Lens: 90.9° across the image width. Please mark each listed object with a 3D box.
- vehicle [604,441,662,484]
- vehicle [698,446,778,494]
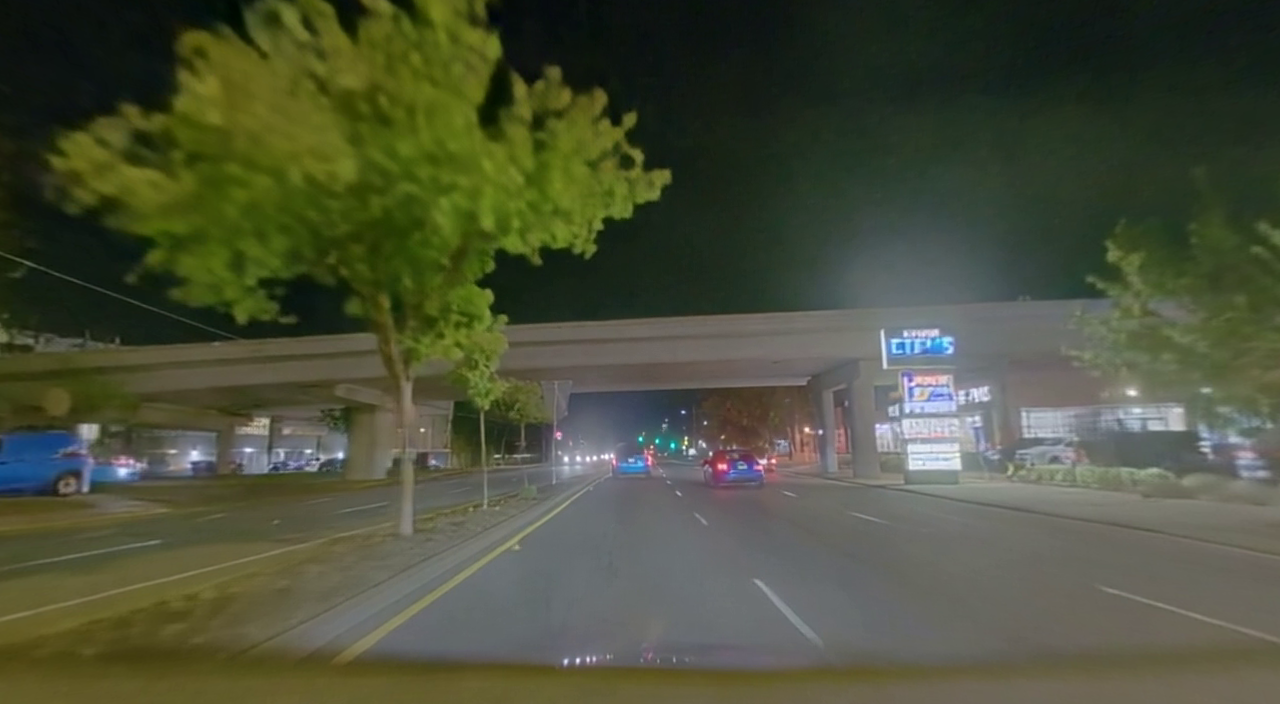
[{"bbox_3d":[-0.301,5.043,29.067,2.441,1.813,4.581,0,-9,0],"label":"vehicle"},{"bbox_3d":[3.277,4.034,21.985,1.954,1.479,4.557,0,-9,-1],"label":"vehicle"}]
